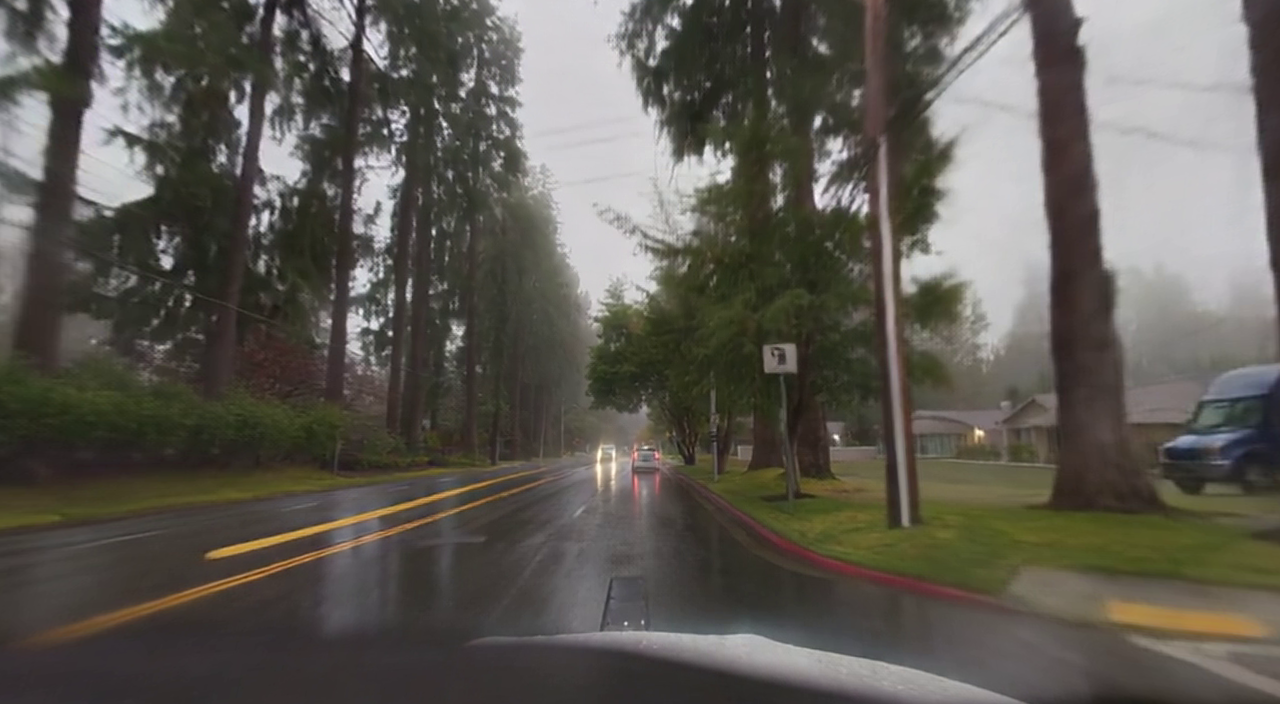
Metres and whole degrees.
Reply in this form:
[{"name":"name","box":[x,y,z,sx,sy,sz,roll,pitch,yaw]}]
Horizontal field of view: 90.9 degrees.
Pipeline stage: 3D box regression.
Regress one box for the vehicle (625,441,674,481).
[{"name":"vehicle","box":[0.428,5.082,29.642,2.120,1.718,3.909,0,-9,0]}]

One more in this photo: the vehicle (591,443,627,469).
[{"name":"vehicle","box":[-2.135,7.323,44.518,2.157,1.765,4.303,0,-9,2]}]
